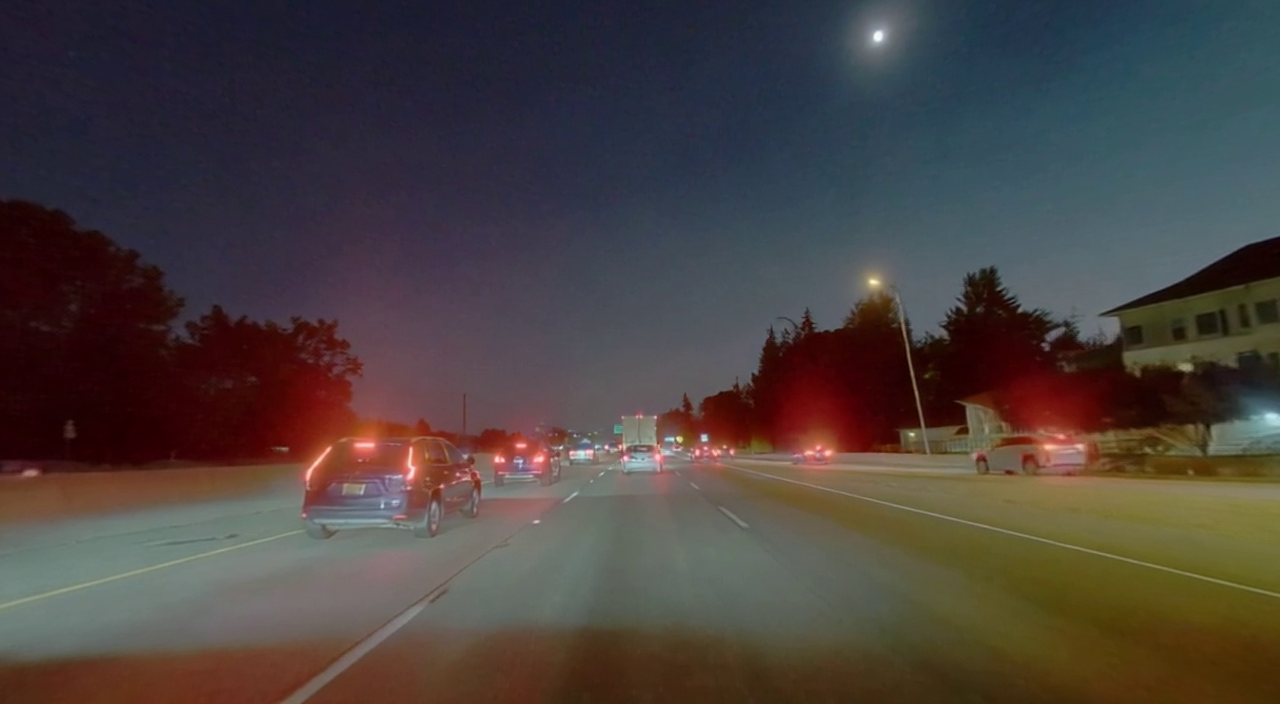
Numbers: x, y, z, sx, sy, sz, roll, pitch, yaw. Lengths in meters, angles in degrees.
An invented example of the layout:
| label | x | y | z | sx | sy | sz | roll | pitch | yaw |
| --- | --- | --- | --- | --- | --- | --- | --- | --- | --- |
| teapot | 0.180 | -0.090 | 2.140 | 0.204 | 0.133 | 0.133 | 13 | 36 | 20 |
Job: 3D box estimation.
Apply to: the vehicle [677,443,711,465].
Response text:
| label | x | y | z | sx | sy | sz | roll | pitch | yaw |
| --- | --- | --- | --- | --- | --- | --- | --- | --- | --- |
| vehicle | 3.937 | 7.522 | 46.730 | 2.027 | 1.554 | 4.252 | 0 | -9 | -1 |

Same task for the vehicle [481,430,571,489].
| label | x | y | z | sx | sy | sz | roll | pitch | yaw |
| --- | --- | --- | --- | --- | --- | --- | --- | --- | --- |
| vehicle | -4.084 | 3.997 | 23.799 | 2.301 | 1.944 | 5.482 | 0 | -9 | 1 |

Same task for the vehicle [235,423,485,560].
| label | x | y | z | sx | sy | sz | roll | pitch | yaw |
| --- | --- | --- | --- | --- | --- | --- | --- | --- | --- |
| vehicle | -3.931 | 2.022 | 9.801 | 1.988 | 1.668 | 4.021 | 0 | -9 | 0 |

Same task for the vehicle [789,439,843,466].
| label | x | y | z | sx | sy | sz | roll | pitch | yaw |
| --- | --- | --- | --- | --- | --- | --- | --- | --- | --- |
| vehicle | 11.671 | 6.702 | 42.143 | 2.048 | 1.674 | 4.106 | 1 | -9 | -5 |

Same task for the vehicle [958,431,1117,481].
| label | x | y | z | sx | sy | sz | roll | pitch | yaw |
| --- | --- | --- | --- | --- | --- | --- | --- | --- | --- |
| vehicle | 13.272 | 3.533 | 21.560 | 1.905 | 1.490 | 4.826 | 1 | -9 | -6 |

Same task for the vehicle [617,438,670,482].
| label | x | y | z | sx | sy | sz | roll | pitch | yaw |
| --- | --- | --- | --- | --- | --- | --- | --- | --- | --- |
| vehicle | 0.131 | 4.518 | 26.663 | 2.063 | 1.703 | 4.203 | 0 | -9 | 0 |
